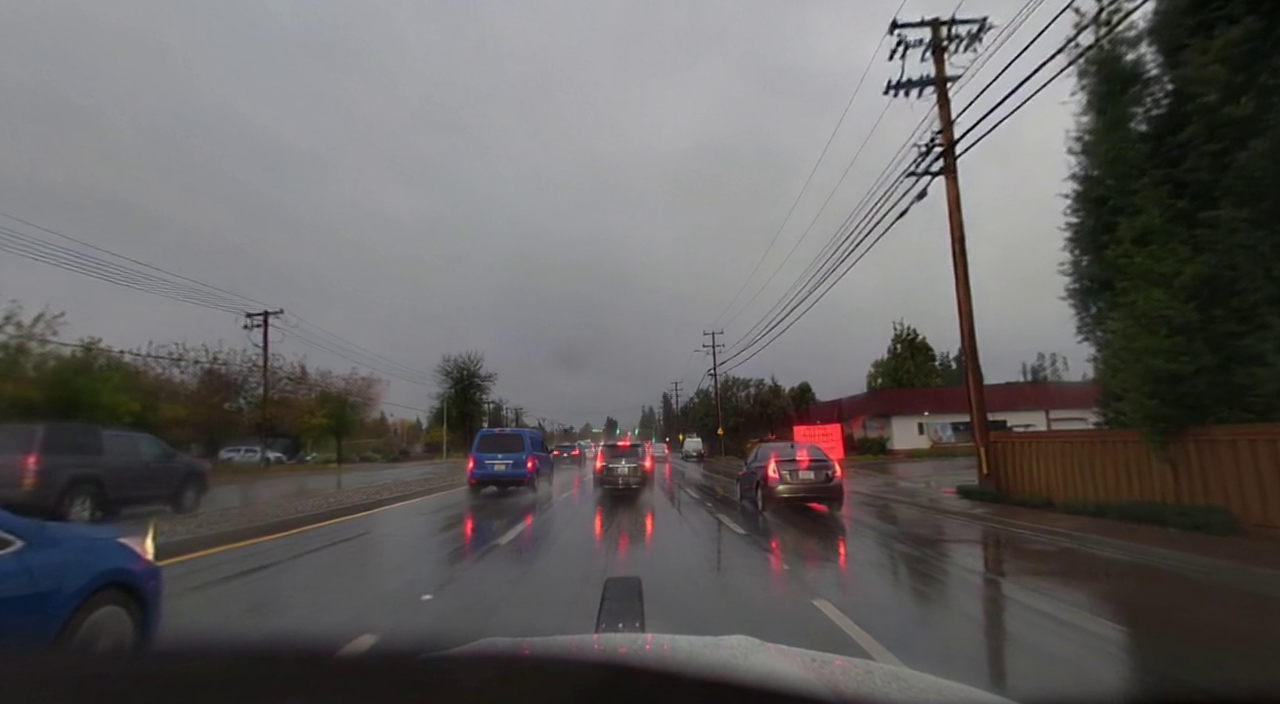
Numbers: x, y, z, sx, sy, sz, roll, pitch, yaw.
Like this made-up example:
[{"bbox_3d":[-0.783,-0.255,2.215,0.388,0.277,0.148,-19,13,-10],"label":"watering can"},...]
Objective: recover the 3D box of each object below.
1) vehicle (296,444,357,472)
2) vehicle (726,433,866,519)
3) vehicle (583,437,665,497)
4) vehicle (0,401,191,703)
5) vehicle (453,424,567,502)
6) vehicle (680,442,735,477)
[{"bbox_3d":[-23.149,7.820,46.831,2.094,1.899,4.789,0,-9,-1],"label":"vehicle"},{"bbox_3d":[3.074,2.519,13.320,1.880,1.521,3.724,0,-9,-2],"label":"vehicle"},{"bbox_3d":[-0.410,3.219,18.033,2.097,1.511,3.809,0,-9,0],"label":"vehicle"},{"bbox_3d":[-3.332,0.721,1.011,2.004,1.454,4.349,0,-9,0],"label":"vehicle"},{"bbox_3d":[-3.377,3.001,17.500,2.092,1.839,4.736,0,-9,0],"label":"vehicle"},{"bbox_3d":[3.026,4.913,29.179,1.878,1.479,4.461,0,-9,-2],"label":"vehicle"}]
